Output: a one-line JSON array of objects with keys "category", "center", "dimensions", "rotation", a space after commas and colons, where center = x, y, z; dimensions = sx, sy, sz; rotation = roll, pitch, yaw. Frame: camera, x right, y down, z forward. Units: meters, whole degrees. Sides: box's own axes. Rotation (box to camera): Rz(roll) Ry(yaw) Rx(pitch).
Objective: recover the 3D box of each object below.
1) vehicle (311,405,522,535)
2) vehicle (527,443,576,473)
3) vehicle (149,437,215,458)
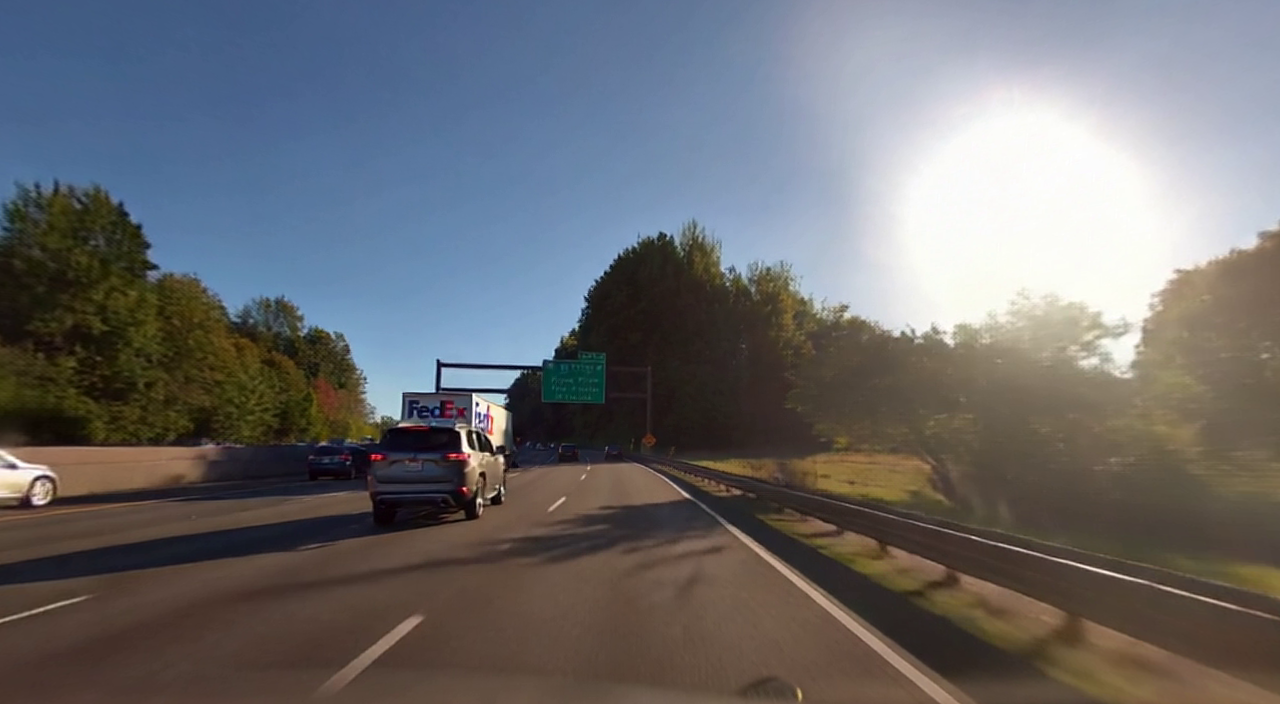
[{"category": "vehicle", "center": [-3.684, 2.067, 11.556], "dimensions": [2.170, 1.886, 4.628], "rotation": [0, -9, -1]}, {"category": "vehicle", "center": [-4.709, 5.688, 34.130], "dimensions": [2.192, 1.478, 4.591], "rotation": [0, -9, -3]}, {"category": "vehicle", "center": [-35.474, 7.402, 49.088], "dimensions": [1.841, 1.521, 4.545], "rotation": [1, -9, -3]}]
